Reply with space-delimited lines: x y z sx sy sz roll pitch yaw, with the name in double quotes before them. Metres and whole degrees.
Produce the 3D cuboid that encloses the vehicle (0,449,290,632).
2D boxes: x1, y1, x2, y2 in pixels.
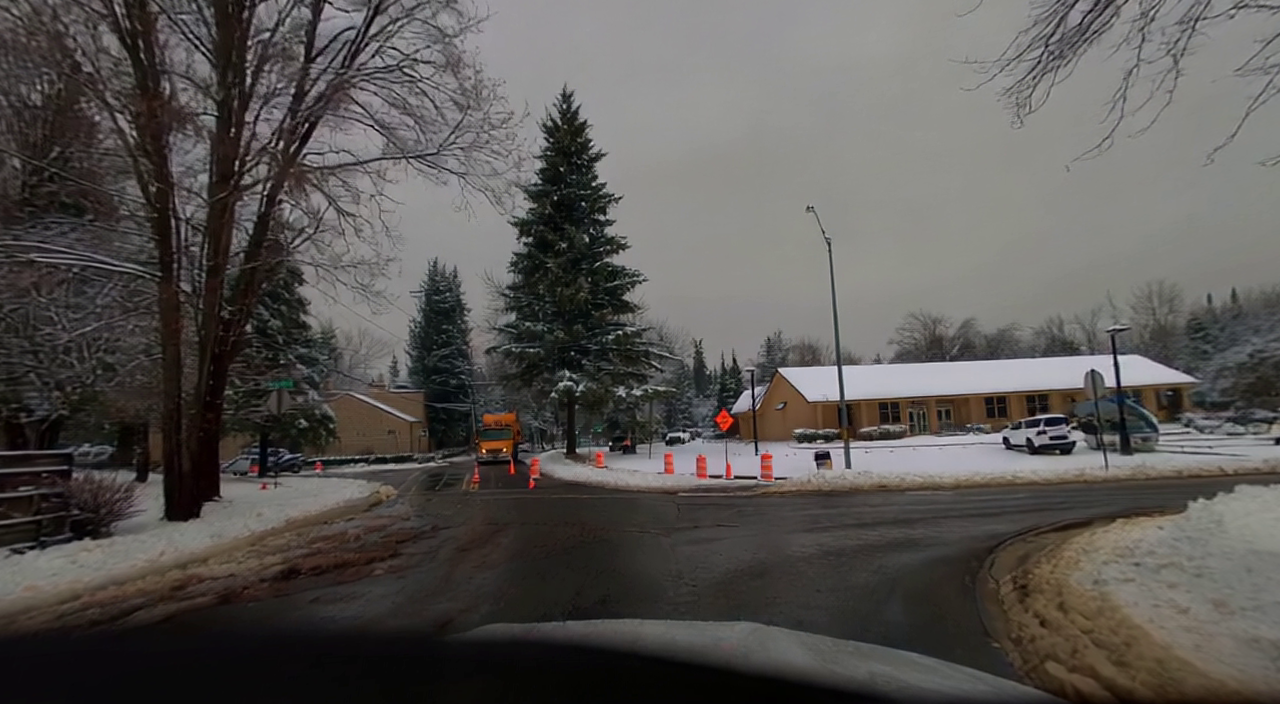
"vehicle" -7.621 2.029 7.595 2.961 1.701 7.563 1 -9 -4
